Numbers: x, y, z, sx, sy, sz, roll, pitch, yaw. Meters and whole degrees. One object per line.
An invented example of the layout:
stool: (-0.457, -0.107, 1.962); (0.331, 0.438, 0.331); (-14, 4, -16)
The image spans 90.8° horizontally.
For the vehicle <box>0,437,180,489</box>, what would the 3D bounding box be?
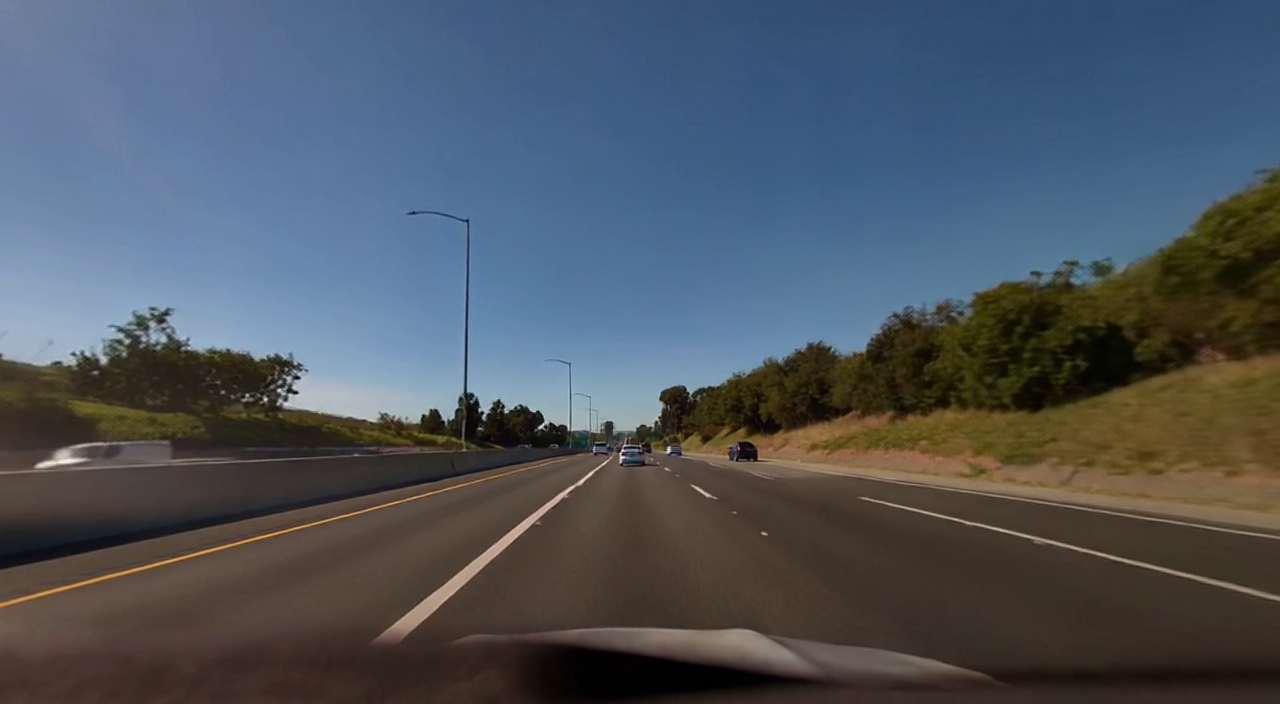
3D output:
vehicle: (-23.626, 4.773, 27.639); (2.345, 1.997, 6.208); (0, -8, 0)

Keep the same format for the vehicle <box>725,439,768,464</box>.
vehicle: (6.872, 6.485, 41.296); (1.935, 1.478, 4.433); (0, -8, -2)

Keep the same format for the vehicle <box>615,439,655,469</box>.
vehicle: (-0.306, 5.365, 33.272); (1.985, 1.457, 4.227); (0, -8, -1)
